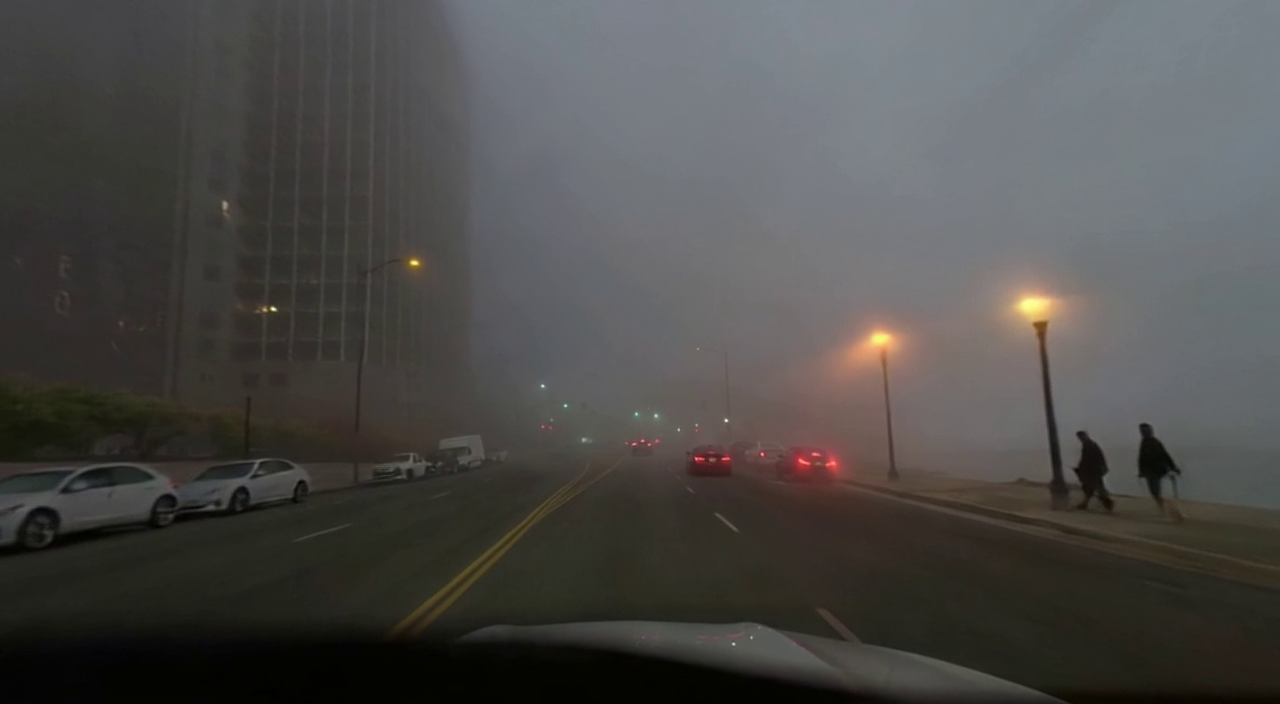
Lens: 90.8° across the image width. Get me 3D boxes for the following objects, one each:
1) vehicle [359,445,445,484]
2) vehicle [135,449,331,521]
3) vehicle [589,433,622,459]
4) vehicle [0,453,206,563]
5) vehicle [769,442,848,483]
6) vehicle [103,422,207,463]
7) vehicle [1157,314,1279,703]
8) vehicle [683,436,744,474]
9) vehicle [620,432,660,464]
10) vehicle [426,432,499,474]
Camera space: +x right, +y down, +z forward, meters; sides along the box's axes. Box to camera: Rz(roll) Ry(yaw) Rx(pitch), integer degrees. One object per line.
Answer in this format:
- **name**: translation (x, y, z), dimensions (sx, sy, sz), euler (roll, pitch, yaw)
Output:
- **vehicle**: translation (-9.942, 4.720, 26.853), dimensions (1.804, 1.478, 4.734), euler (0, -8, 0)
- **vehicle**: translation (-9.669, 3.136, 15.575), dimensions (1.821, 1.448, 4.591), euler (0, -8, -1)
- **vehicle**: translation (-2.611, 7.270, 48.930), dimensions (2.180, 1.879, 4.452), euler (0, -8, 1)
- **vehicle**: translation (-9.723, 2.457, 10.602), dimensions (1.826, 1.445, 4.325), euler (0, -8, 0)
- **vehicle**: translation (6.460, 4.259, 24.752), dimensions (1.819, 1.435, 4.337), euler (0, -8, -1)
- **vehicle**: translation (-20.093, 3.775, 26.181), dimensions (3.575, 1.571, 1.912), euler (-5, -9, 26)
- **vehicle**: translation (3.044, 0.462, 0.247), dimensions (1.953, 1.687, 4.344), euler (0, -8, 0)
- **vehicle**: translation (3.091, 4.426, 27.234), dimensions (1.999, 1.487, 3.939), euler (0, -8, -2)
- **vehicle**: translation (0.009, 5.715, 37.704), dimensions (2.264, 1.798, 4.258), euler (0, -8, 0)
- **vehicle**: translation (-9.996, 5.806, 36.147), dimensions (2.294, 1.948, 6.025), euler (-6, -10, 0)
